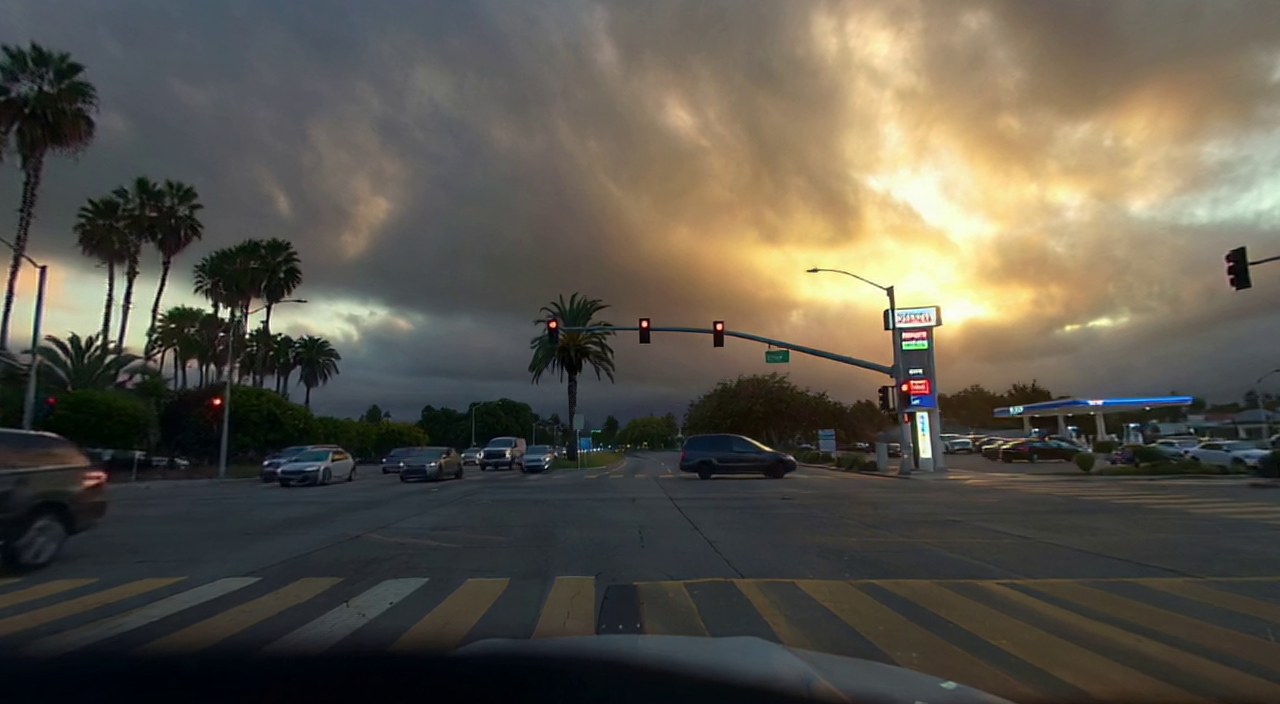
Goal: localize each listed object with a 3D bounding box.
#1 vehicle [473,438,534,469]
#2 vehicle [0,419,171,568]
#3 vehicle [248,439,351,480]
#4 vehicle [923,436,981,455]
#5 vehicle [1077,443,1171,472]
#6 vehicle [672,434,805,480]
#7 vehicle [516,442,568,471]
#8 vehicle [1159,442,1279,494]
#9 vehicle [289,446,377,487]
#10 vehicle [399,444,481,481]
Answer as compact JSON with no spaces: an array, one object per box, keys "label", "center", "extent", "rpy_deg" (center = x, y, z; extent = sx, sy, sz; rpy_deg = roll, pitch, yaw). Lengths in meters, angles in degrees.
[{"label":"vehicle","center":[-8.797,6.621,41.372],"extent":[2.609,1.865,5.875],"rpy_deg":[0,-9,0]},{"label":"vehicle","center":[-8.442,1.679,7.568],"extent":[2.124,1.701,4.551],"rpy_deg":[0,-9,0]},{"label":"vehicle","center":[-15.379,4.877,28.902],"extent":[1.852,1.705,5.263],"rpy_deg":[0,-9,-1]},{"label":"vehicle","center":[22.540,6.760,45.657],"extent":[3.356,1.395,1.559],"rpy_deg":[0,-9,-1]},{"label":"vehicle","center":[24.260,5.294,31.736],"extent":[3.474,1.376,1.538],"rpy_deg":[0,-9,-2]},{"label":"vehicle","center":[3.928,4.177,25.307],"extent":[4.892,1.719,1.929],"rpy_deg":[3,-9,-21]},{"label":"vehicle","center":[-5.379,5.849,35.438],"extent":[2.079,1.490,5.064],"rpy_deg":[0,-9,1]},{"label":"vehicle","center":[18.765,3.412,18.822],"extent":[5.015,1.446,1.862],"rpy_deg":[0,-9,-2]},{"label":"vehicle","center":[-11.974,4.456,24.892],"extent":[1.633,1.460,3.540],"rpy_deg":[0,-9,0]},{"label":"vehicle","center":[-8.750,4.854,28.102],"extent":[2.034,1.510,4.647],"rpy_deg":[0,-9,1]}]
